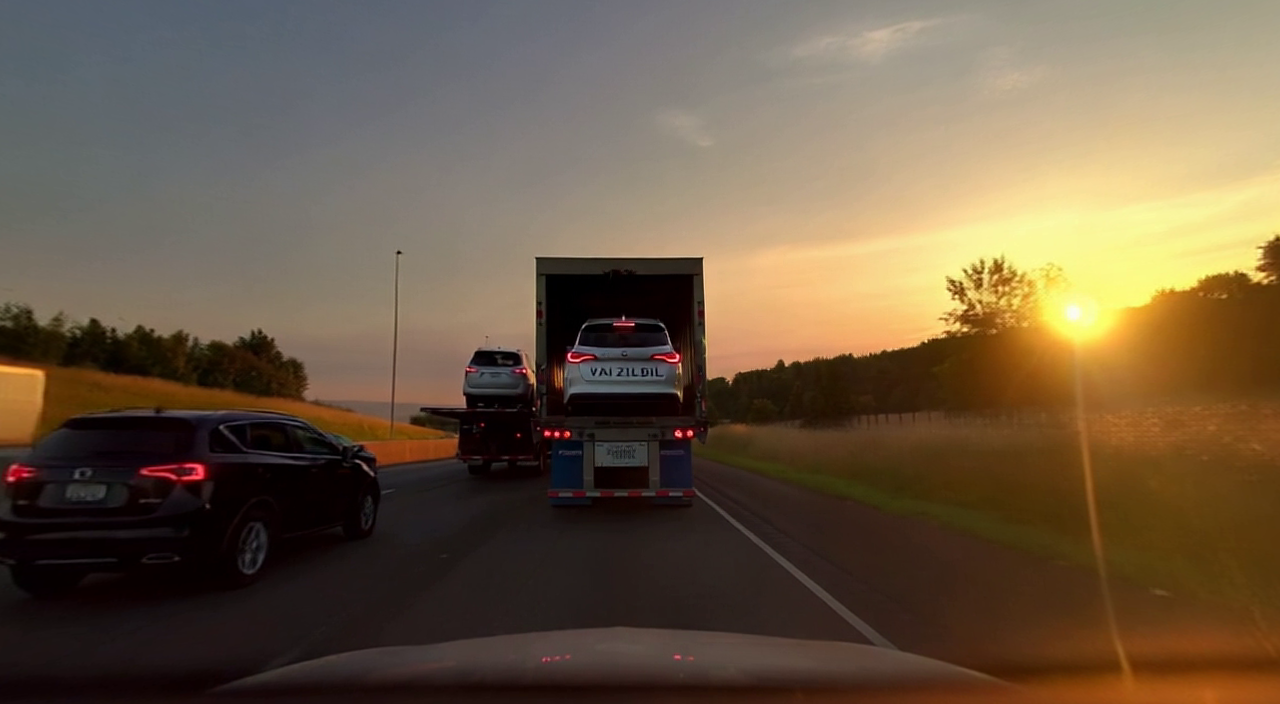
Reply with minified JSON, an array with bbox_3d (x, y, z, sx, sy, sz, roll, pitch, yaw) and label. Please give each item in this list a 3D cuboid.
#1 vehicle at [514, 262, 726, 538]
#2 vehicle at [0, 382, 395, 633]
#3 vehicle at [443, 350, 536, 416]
[{"bbox_3d":[-0.395,1.184,12.929,2.738,3.628,9.223,0,-7,-2],"label":"vehicle"},{"bbox_3d":[-4.288,1.323,6.451,1.914,1.675,4.331,0,-7,-2],"label":"vehicle"},{"bbox_3d":[-4.815,1.138,20.871,2.118,1.799,4.591,0,-7,-3],"label":"vehicle"}]
